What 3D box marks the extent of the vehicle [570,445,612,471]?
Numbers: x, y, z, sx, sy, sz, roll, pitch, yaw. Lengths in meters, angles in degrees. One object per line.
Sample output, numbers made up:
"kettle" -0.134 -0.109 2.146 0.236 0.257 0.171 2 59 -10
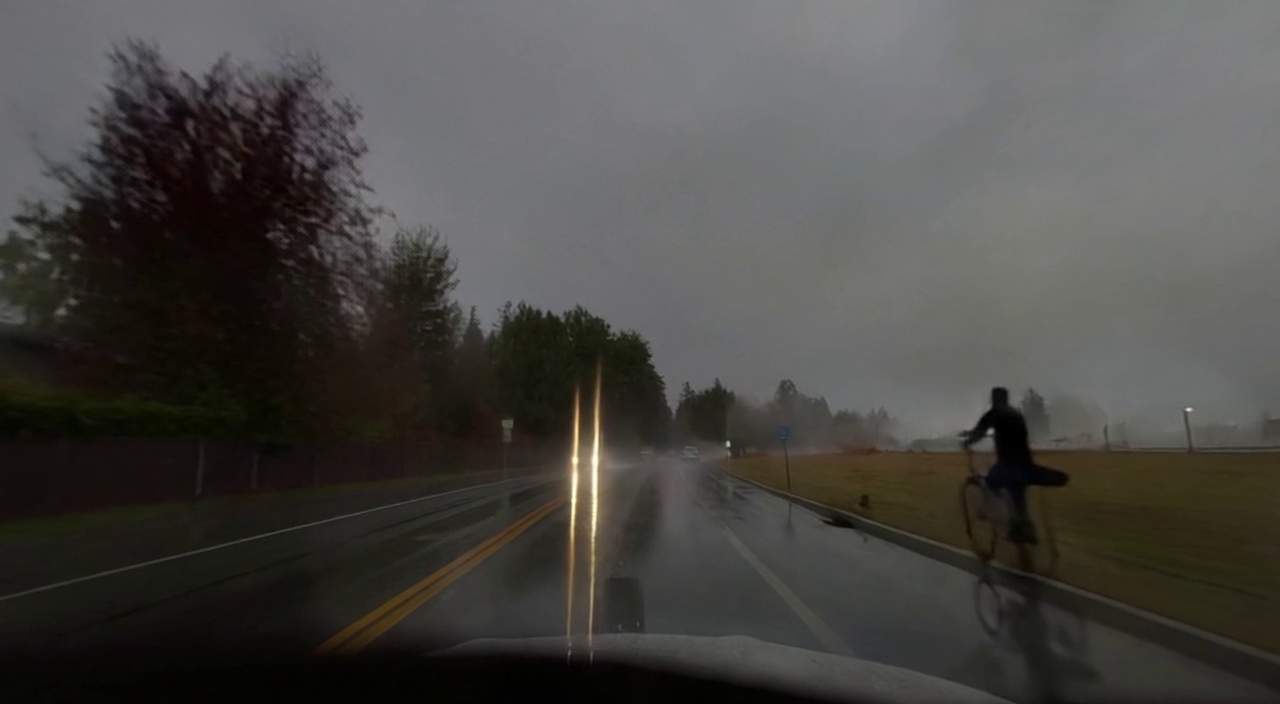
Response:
"vehicle" -3.076 6.814 40.768 2.049 1.566 4.387 -1 -8 5
